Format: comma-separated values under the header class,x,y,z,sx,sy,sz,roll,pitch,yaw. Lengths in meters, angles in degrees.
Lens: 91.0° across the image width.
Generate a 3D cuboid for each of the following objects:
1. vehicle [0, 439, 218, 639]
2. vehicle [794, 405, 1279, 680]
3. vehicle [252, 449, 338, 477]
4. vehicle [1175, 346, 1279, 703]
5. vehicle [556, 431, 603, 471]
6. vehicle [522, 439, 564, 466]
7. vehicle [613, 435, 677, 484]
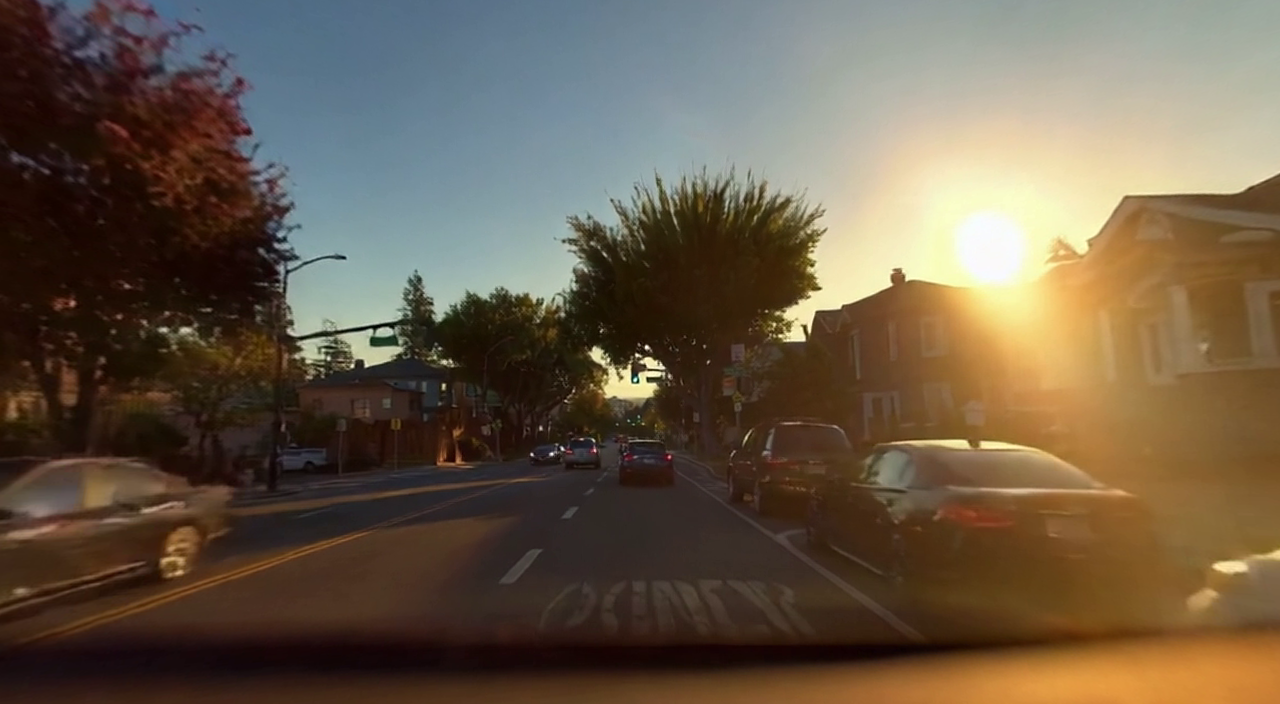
class,x,y,z,sx,sy,sz,roll,pitch,yaw
vehicle,-5.945,1.455,4.938,2.055,1.521,4.639,0,-8,0
vehicle,2.949,1.386,5.846,1.842,1.511,4.565,0,-8,0
vehicle,-22.857,7.354,41.773,4.537,1.755,1.933,0,-8,0
vehicle,3.032,0.540,0.293,1.905,1.589,4.028,0,-8,-2
vehicle,-2.983,4.953,31.650,1.983,1.841,4.013,0,-8,0
vehicle,-6.275,6.582,41.456,2.048,1.601,5.047,0,-8,-1
vehicle,0.112,3.652,21.769,1.998,1.518,4.015,0,-8,-2
